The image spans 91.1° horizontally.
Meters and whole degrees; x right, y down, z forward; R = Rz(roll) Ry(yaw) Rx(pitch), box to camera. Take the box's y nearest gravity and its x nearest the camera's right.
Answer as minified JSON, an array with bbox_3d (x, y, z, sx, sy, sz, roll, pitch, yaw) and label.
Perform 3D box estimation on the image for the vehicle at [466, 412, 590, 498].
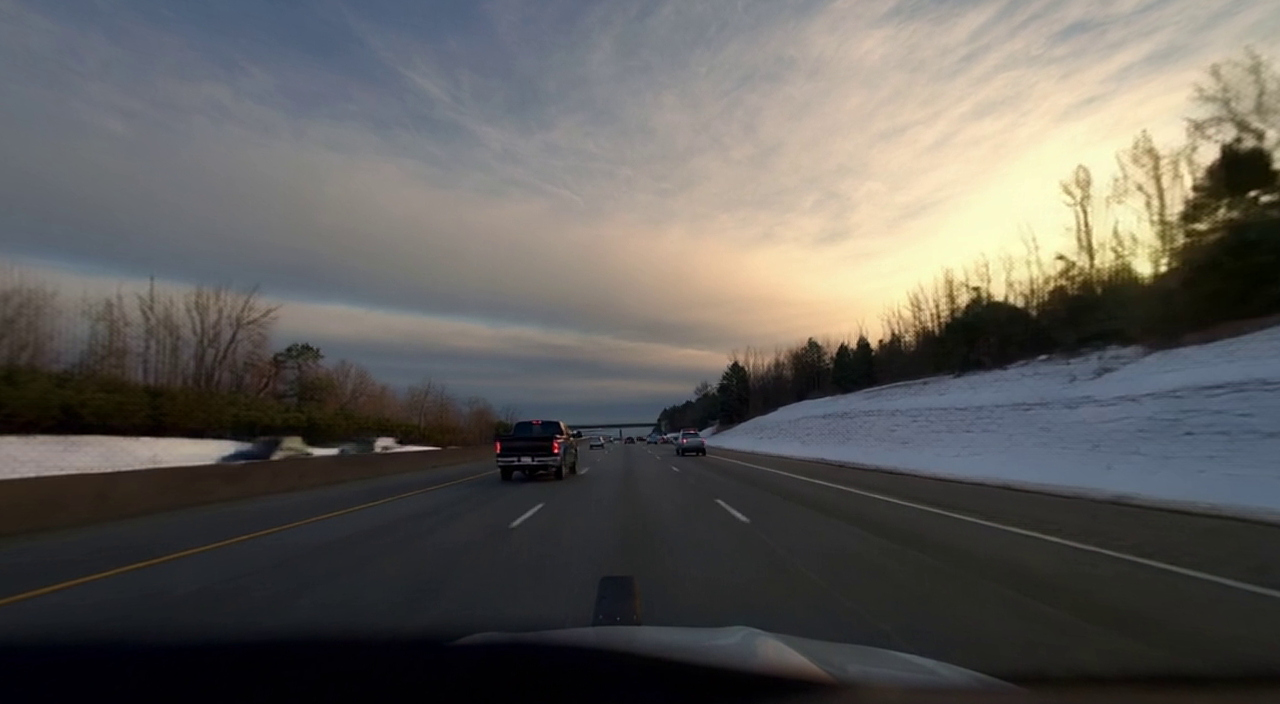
[{"bbox_3d":[-2.555,2.495,15.661,2.185,1.772,4.656,-1,-8,0],"label":"vehicle"}]

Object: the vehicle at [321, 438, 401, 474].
[{"bbox_3d":[-12.422,4.609,28.313,1.832,1.464,4.110,0,-8,-2],"label":"vehicle"}]

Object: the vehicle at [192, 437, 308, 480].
[{"bbox_3d":[-15.815,4.308,25.859,1.939,1.553,4.619,0,-8,-2],"label":"vehicle"}]

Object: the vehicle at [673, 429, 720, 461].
[{"bbox_3d":[3.164,5.323,36.078,2.124,1.696,4.173,0,-8,-2],"label":"vehicle"}]
